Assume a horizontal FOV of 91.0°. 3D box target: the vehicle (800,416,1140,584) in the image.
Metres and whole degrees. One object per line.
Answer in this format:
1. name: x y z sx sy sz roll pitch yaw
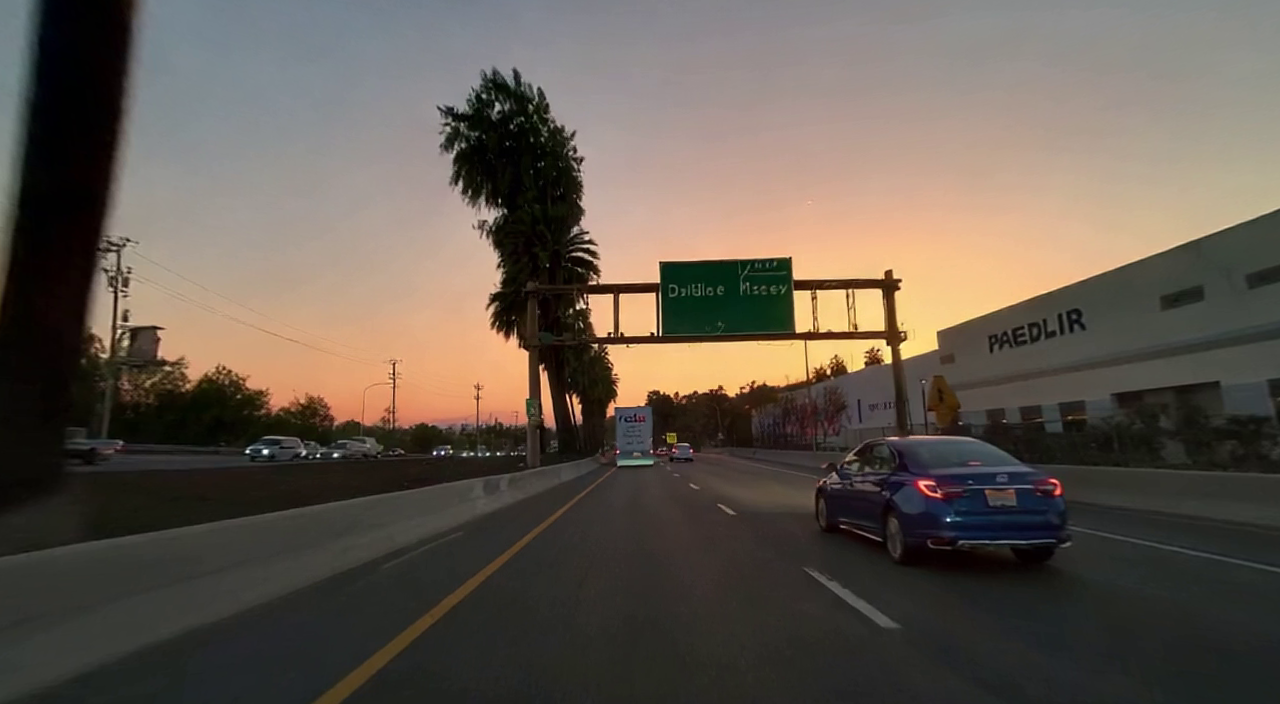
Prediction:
1. vehicle: 3.660 1.725 8.110 1.966 1.558 4.238 0 -9 -2
